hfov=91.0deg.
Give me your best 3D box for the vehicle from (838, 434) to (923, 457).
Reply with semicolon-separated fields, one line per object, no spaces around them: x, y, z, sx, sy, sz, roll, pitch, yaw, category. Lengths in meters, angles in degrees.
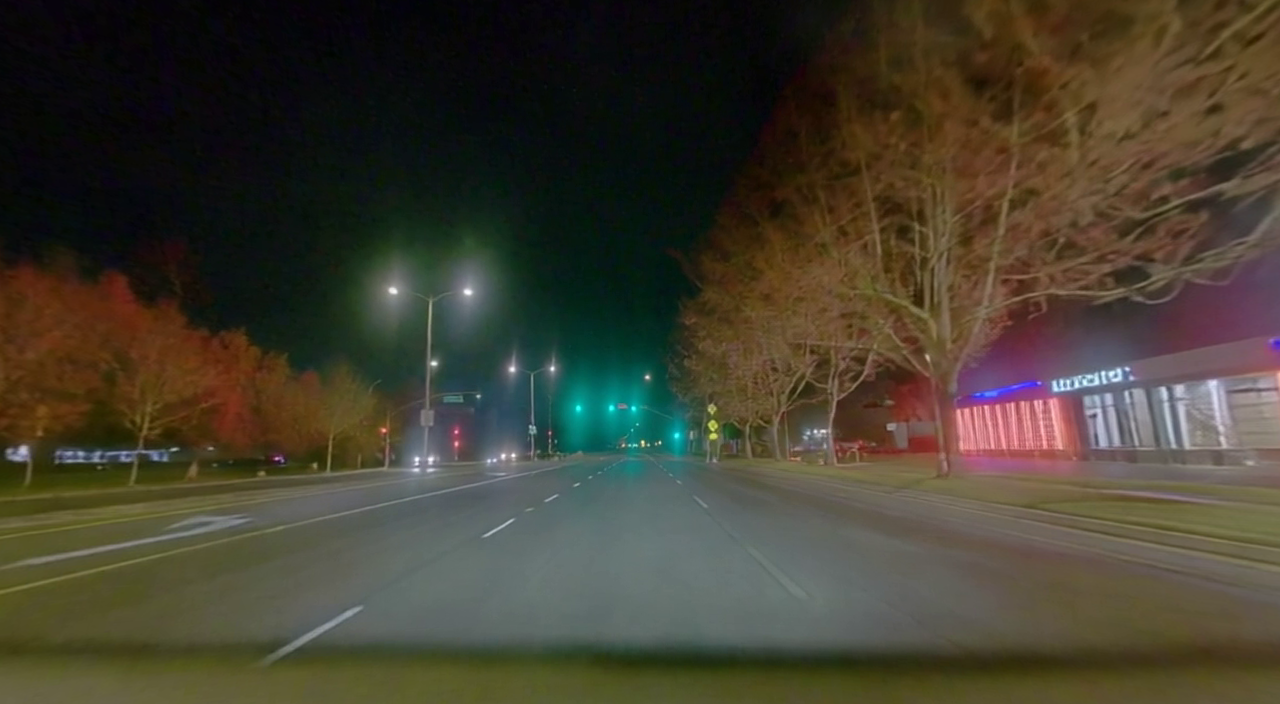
16.339;6.394;42.924;4.960;1.505;1.941;0;-8;0;vehicle
